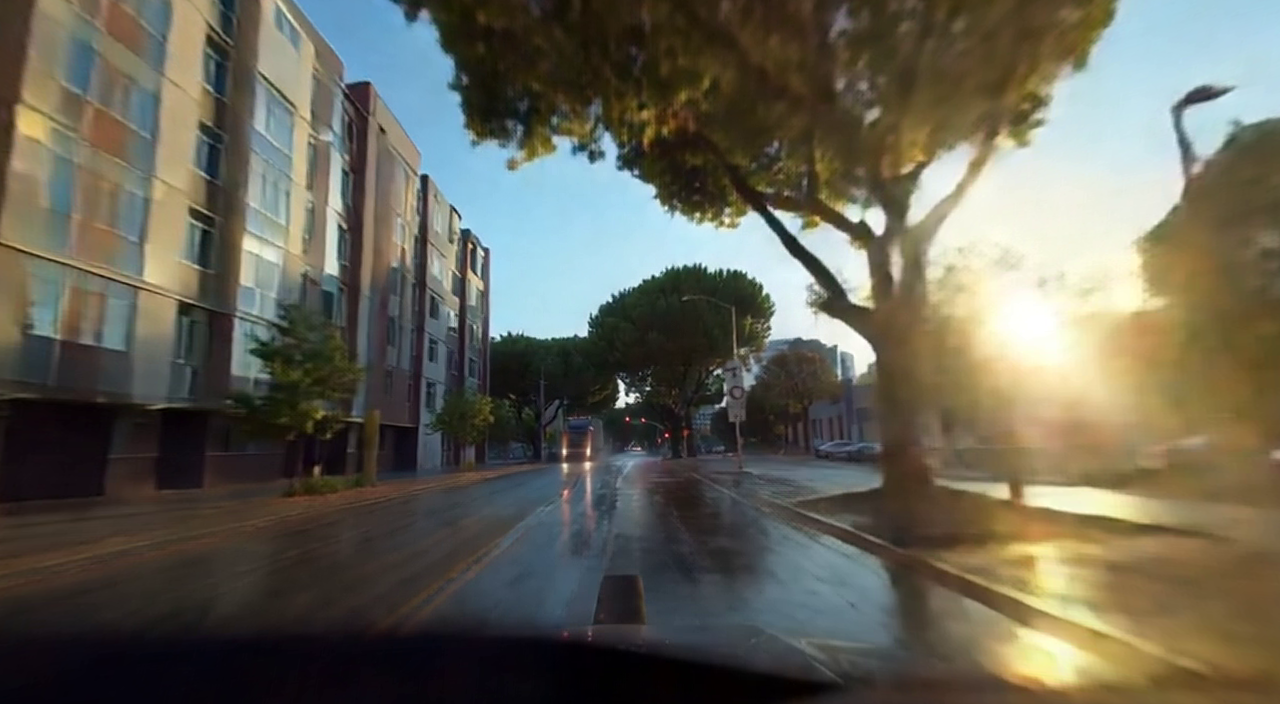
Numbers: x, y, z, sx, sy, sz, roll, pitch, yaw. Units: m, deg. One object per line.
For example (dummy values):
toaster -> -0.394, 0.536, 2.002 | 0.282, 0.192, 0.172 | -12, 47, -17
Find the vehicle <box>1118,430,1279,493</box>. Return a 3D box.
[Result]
vehicle -> 15.927, 2.968, 17.214 | 4.146, 1.600, 1.874 | 0, -9, -3
